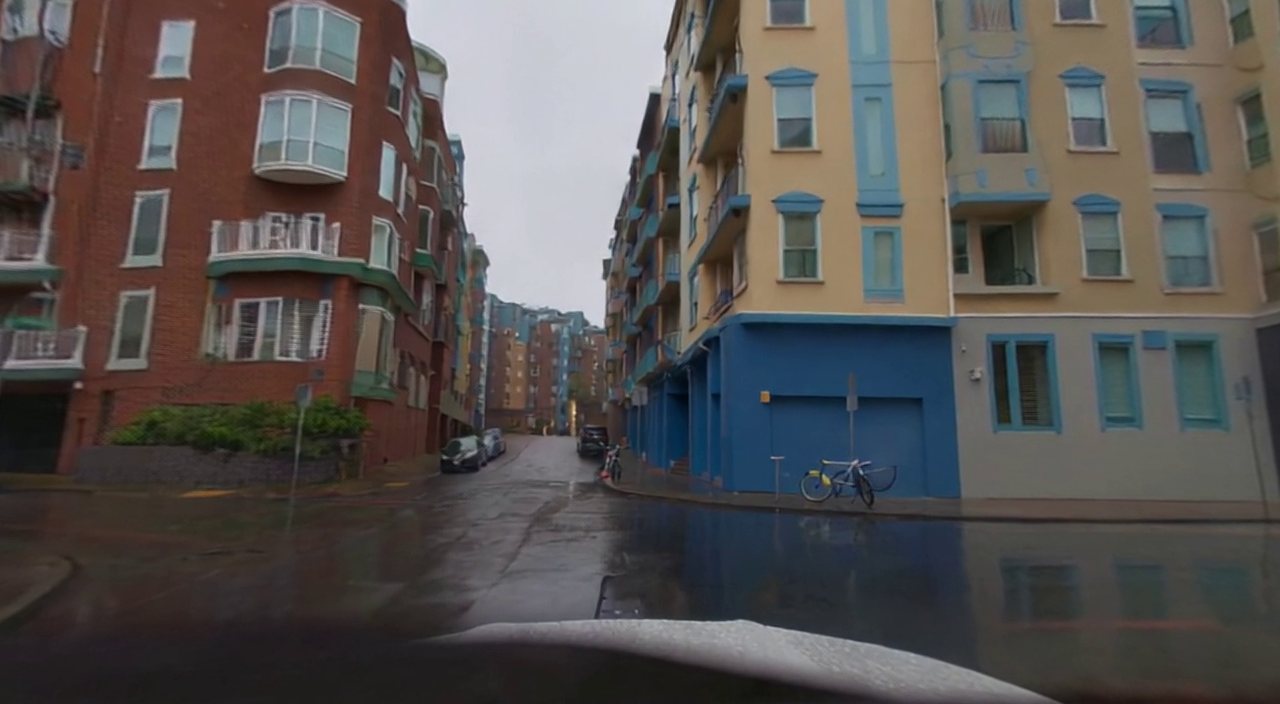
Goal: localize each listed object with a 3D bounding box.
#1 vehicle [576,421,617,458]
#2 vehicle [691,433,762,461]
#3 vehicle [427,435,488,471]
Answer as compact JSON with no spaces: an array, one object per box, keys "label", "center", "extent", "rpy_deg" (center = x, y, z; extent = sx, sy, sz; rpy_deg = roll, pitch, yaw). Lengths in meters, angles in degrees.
[{"label":"vehicle","center":[-2.646,5.191,37.359],"extent":[2.072,2.074,4.358],"rpy_deg":[1,-8,-9]},{"label":"vehicle","center":[4.525,4.974,33.092],"extent":[3.404,1.431,1.641],"rpy_deg":[1,-8,-7]},{"label":"vehicle","center":[-7.910,4.392,27.603],"extent":[1.897,1.431,3.741],"rpy_deg":[1,-8,-6]}]
